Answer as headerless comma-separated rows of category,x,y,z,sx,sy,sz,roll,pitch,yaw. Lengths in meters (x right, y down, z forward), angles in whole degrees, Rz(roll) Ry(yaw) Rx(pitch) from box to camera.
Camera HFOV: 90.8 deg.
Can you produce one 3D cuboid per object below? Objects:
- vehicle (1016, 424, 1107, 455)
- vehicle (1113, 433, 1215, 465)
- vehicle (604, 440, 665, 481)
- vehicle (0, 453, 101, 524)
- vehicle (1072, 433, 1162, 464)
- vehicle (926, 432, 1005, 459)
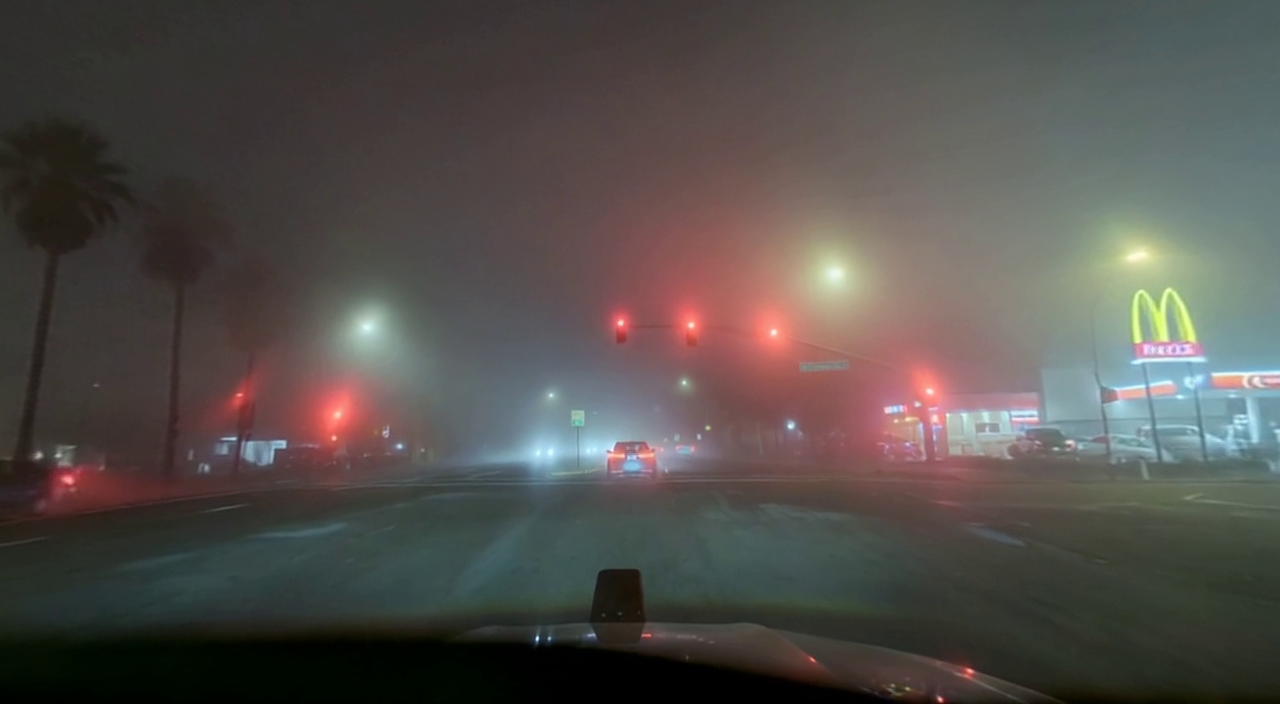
vehicle,24.395,5.093,36.694,3.783,1.560,1.853,-4,-10,9
vehicle,26.226,4.841,31.804,1.923,1.501,3.849,0,-8,2
vehicle,-0.259,4.361,25.822,2.270,1.475,4.571,0,-8,-1
vehicle,-15.194,3.112,14.317,1.896,1.508,4.659,0,-8,-1
vehicle,24.146,4.870,32.142,1.738,1.462,3.609,0,-8,0
vehicle,19.431,5.601,37.843,3.833,1.495,1.892,-3,-8,17
